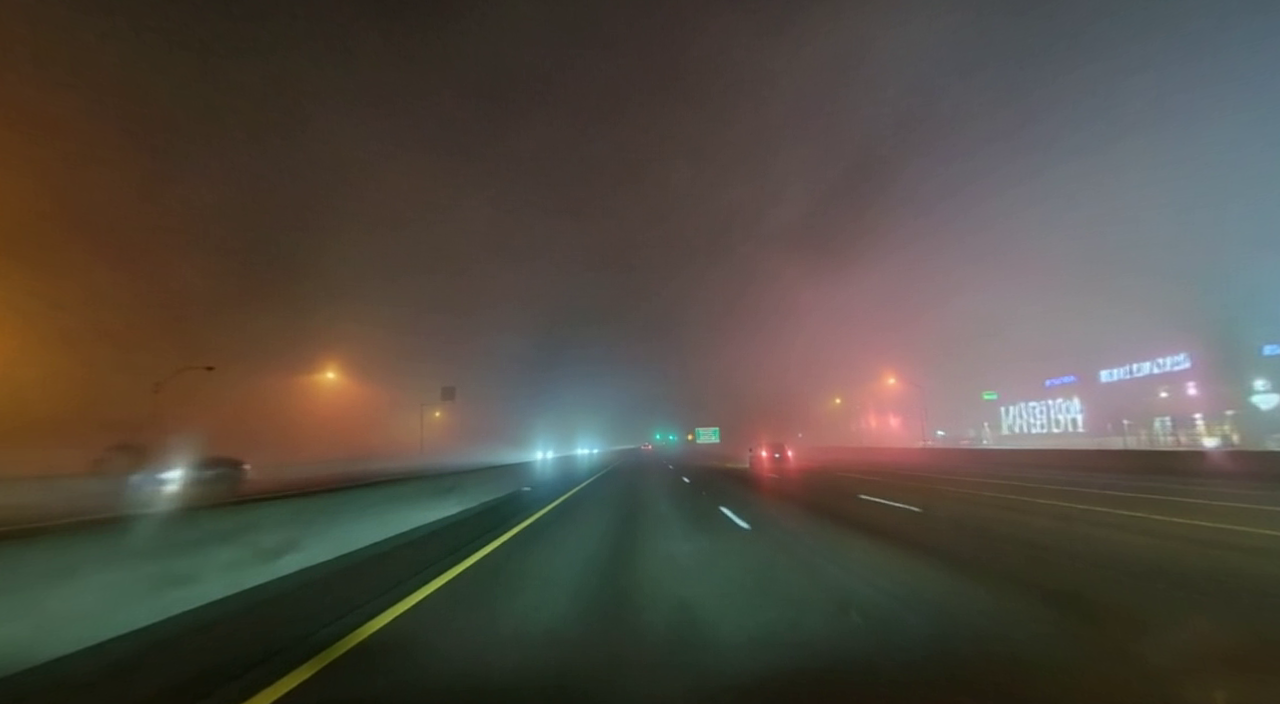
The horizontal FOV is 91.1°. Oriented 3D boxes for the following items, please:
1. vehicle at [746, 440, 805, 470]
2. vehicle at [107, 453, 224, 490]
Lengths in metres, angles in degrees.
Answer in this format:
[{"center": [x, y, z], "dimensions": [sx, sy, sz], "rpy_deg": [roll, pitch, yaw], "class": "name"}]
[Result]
[{"center": [7.441, 5.715, 35.048], "dimensions": [2.079, 1.518, 5.032], "rpy_deg": [0, -8, -1], "class": "vehicle"}, {"center": [-21.947, 5.523, 29.298], "dimensions": [1.941, 1.524, 4.403], "rpy_deg": [0, -8, 1], "class": "vehicle"}]
